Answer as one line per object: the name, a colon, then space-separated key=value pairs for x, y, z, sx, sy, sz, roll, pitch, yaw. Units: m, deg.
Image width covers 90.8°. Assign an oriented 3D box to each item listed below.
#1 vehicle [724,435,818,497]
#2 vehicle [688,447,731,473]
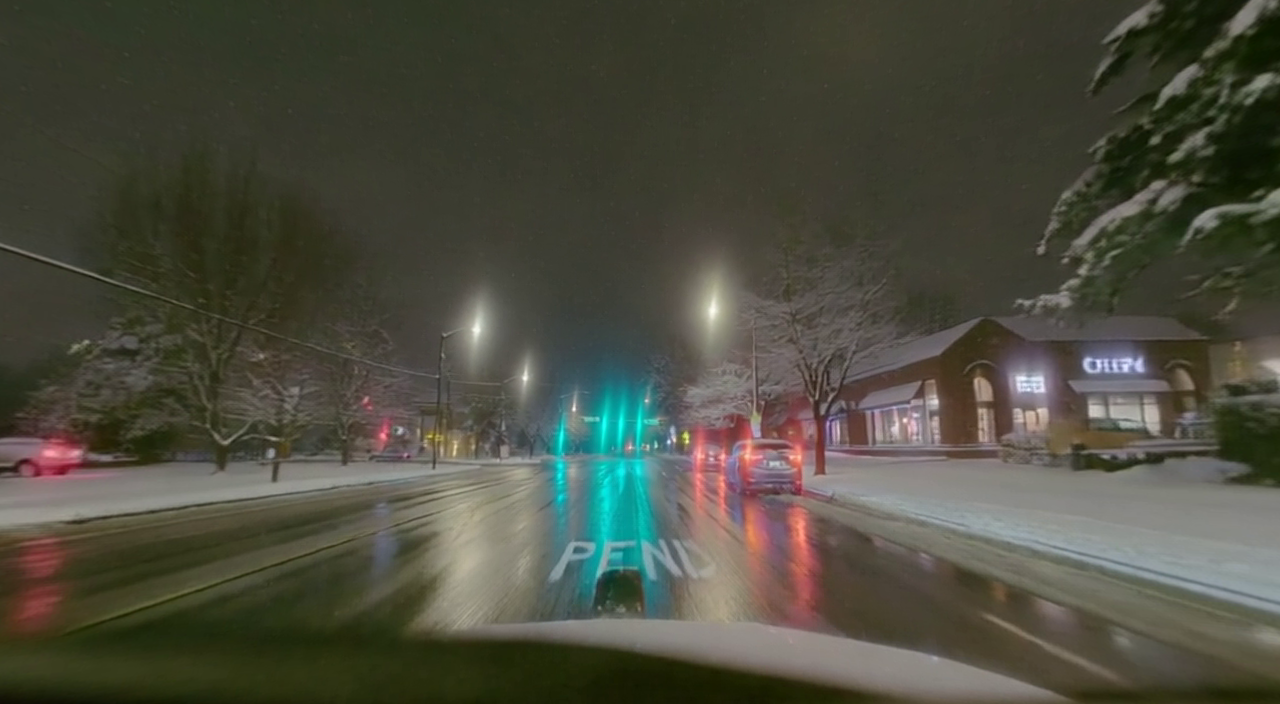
vehicle: x=4.037 y=3.604 z=20.308 sx=1.957 sy=1.753 sz=4.413 roll=0 pitch=-9 yaw=-2
vehicle: x=4.105 y=6.434 z=37.866 sx=1.856 sy=1.462 sz=4.501 roll=1 pitch=-9 yaw=-3
